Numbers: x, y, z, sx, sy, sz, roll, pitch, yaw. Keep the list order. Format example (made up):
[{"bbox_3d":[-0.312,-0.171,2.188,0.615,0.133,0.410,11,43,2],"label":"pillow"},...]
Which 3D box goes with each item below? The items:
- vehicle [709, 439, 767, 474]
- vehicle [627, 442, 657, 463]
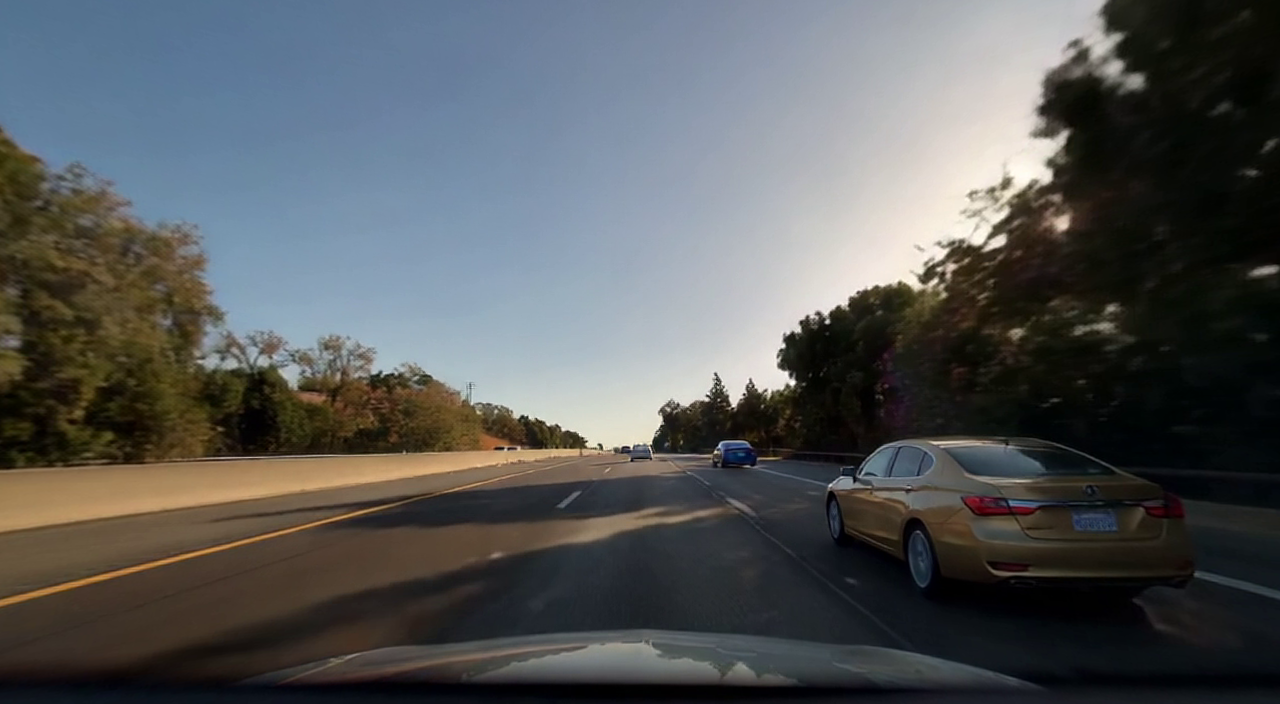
[{"bbox_3d":[4.583,4.982,30.133,2.008,1.524,4.598,0,-8,0],"label":"vehicle"},{"bbox_3d":[0.123,7.341,45.859,2.052,1.449,3.857,0,-8,0],"label":"vehicle"}]
